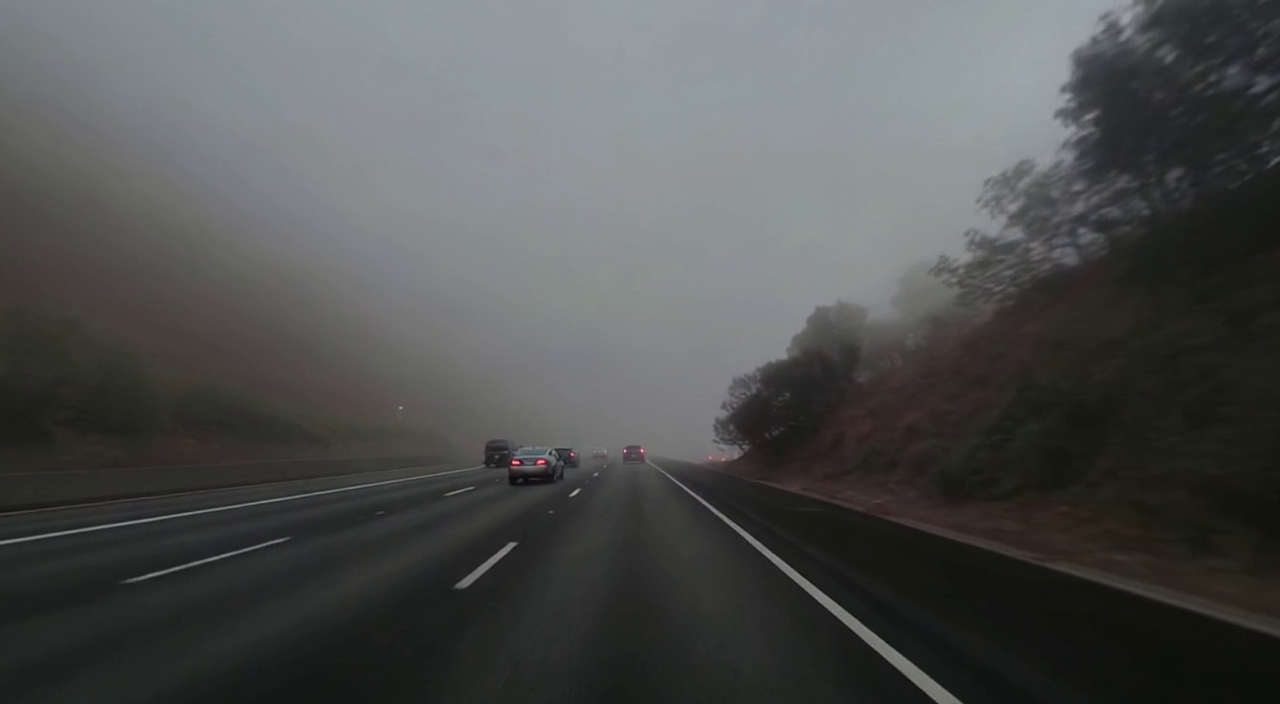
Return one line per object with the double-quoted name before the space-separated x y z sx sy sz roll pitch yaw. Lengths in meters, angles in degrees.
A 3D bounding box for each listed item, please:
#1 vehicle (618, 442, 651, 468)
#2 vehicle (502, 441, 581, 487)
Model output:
"vehicle" -0.398 6.953 42.789 2.138 1.674 4.044 0 -8 -1
"vehicle" -3.531 4.111 23.492 2.080 1.505 4.649 -1 -8 1
